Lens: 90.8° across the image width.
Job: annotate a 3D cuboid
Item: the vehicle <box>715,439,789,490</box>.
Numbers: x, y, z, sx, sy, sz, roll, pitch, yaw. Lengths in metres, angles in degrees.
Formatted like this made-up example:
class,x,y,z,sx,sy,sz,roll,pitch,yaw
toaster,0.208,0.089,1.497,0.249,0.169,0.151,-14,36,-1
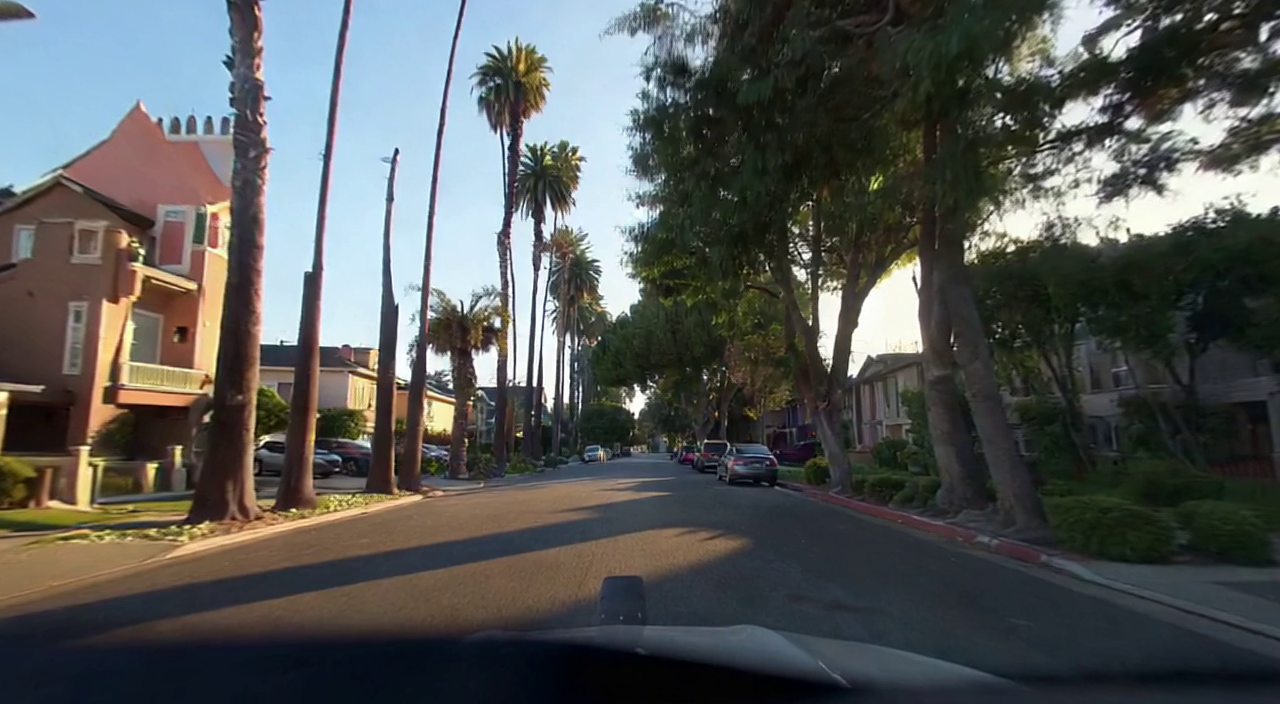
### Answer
class,x,y,z,sx,sy,sz,roll,pitch,yaw
vehicle,4.217,4.306,24.613,1.971,1.663,5.076,2,-9,1

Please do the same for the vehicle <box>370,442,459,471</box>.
class,x,y,z,sx,sy,sz,roll,pitch,yaw
vehicle,-13.234,6.155,37.317,4.448,1.679,1.972,0,-9,2

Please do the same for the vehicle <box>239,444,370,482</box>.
class,x,y,z,sx,sy,sz,roll,pitch,yaw
vehicle,-13.529,4.476,25.647,4.250,1.469,1.817,0,-9,3
